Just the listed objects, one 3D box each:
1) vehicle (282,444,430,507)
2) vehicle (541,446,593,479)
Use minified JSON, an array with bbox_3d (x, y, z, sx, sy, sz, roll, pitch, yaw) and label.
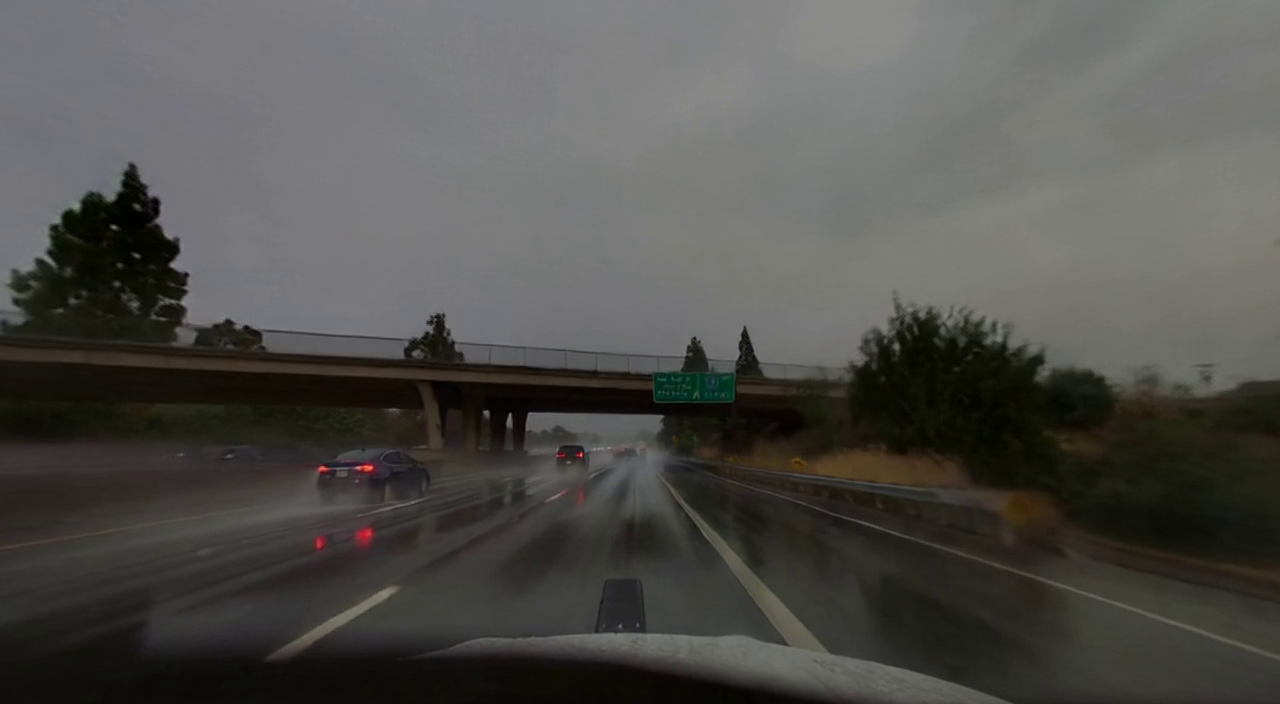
[{"bbox_3d":[-7.746,3.393,17.805,2.002,1.507,4.631,0,-9,0],"label":"vehicle"},{"bbox_3d":[-3.801,5.856,33.639,2.102,1.571,4.666,0,-9,1],"label":"vehicle"}]
